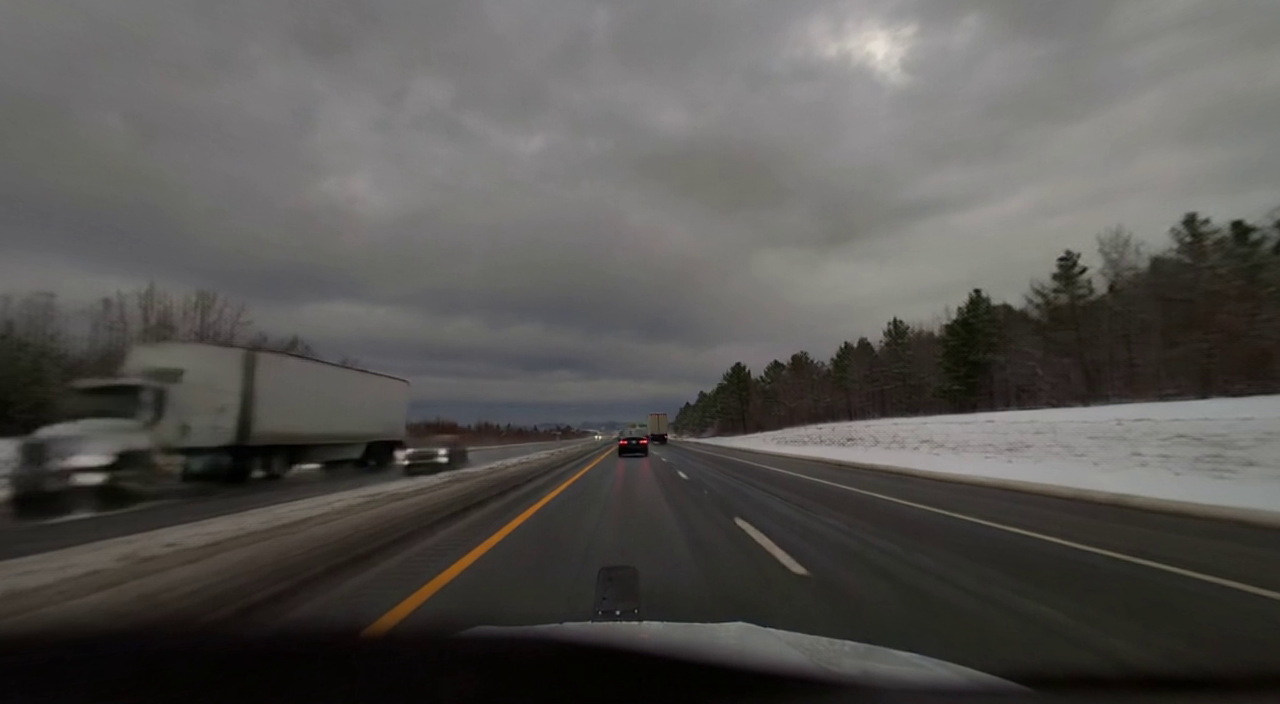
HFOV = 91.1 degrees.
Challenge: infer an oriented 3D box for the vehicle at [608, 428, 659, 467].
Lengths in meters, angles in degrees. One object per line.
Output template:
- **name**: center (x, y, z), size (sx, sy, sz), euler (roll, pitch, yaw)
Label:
- **vehicle**: center (-0.304, 4.398, 29.242), size (2.216, 1.623, 4.220), euler (0, -8, -1)

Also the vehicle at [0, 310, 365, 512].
- **vehicle**: center (-11.887, 1.832, 17.712), size (3.270, 3.993, 10.585), euler (0, -8, 1)

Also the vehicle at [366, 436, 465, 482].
- **vehicle**: center (-7.951, 3.787, 22.759), size (1.944, 1.497, 4.424), euler (0, -8, 0)
